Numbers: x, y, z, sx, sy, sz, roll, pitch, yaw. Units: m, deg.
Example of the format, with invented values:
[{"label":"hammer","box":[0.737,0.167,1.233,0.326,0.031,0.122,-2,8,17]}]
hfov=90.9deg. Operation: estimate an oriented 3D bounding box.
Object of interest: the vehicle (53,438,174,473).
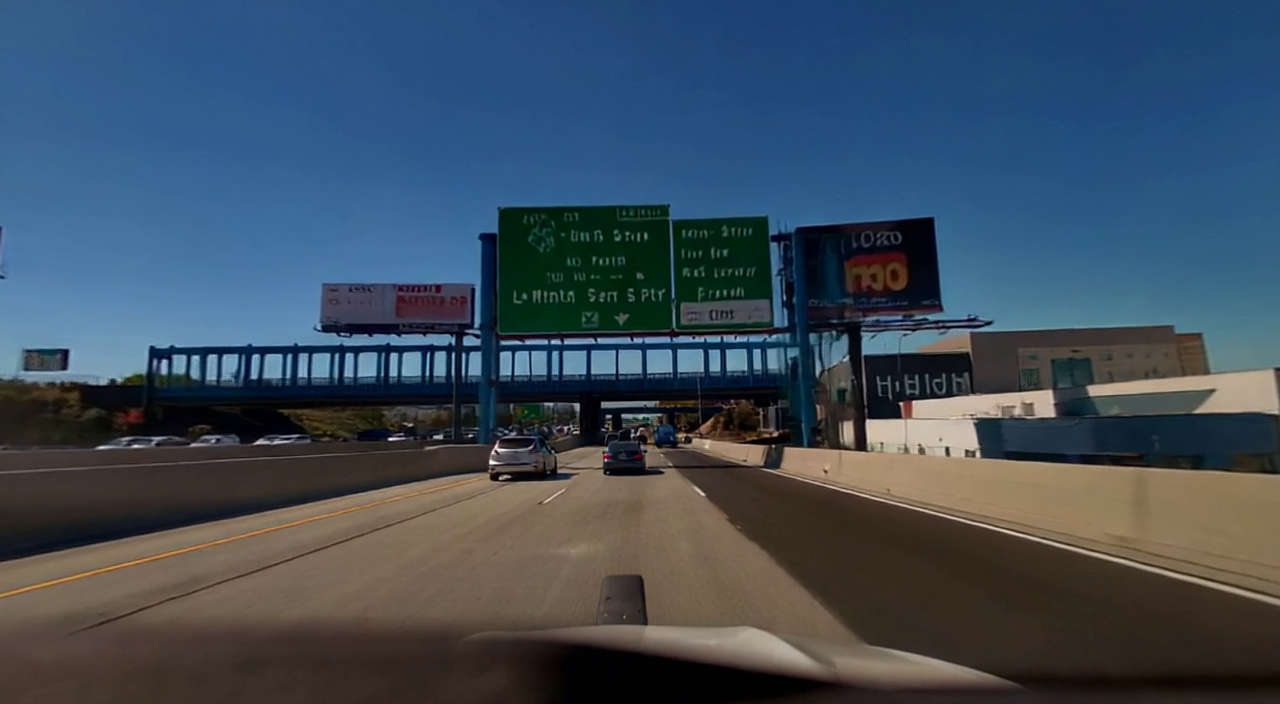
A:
[{"label":"vehicle","box":[-35.778,7.034,43.219,2.380,2.226,6.610,-1,-8,3]}]

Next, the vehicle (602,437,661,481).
[{"label":"vehicle","box":[-0.284,3.676,22.017,1.877,1.386,3.872,0,-8,0]}]

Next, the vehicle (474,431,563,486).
[{"label":"vehicle","box":[-3.855,3.463,20.838,2.064,1.589,4.213,0,-8,1]}]

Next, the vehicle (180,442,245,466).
[{"label":"vehicle","box":[-31.836,7.608,47.123,2.033,1.678,4.024,0,-8,0]}]
